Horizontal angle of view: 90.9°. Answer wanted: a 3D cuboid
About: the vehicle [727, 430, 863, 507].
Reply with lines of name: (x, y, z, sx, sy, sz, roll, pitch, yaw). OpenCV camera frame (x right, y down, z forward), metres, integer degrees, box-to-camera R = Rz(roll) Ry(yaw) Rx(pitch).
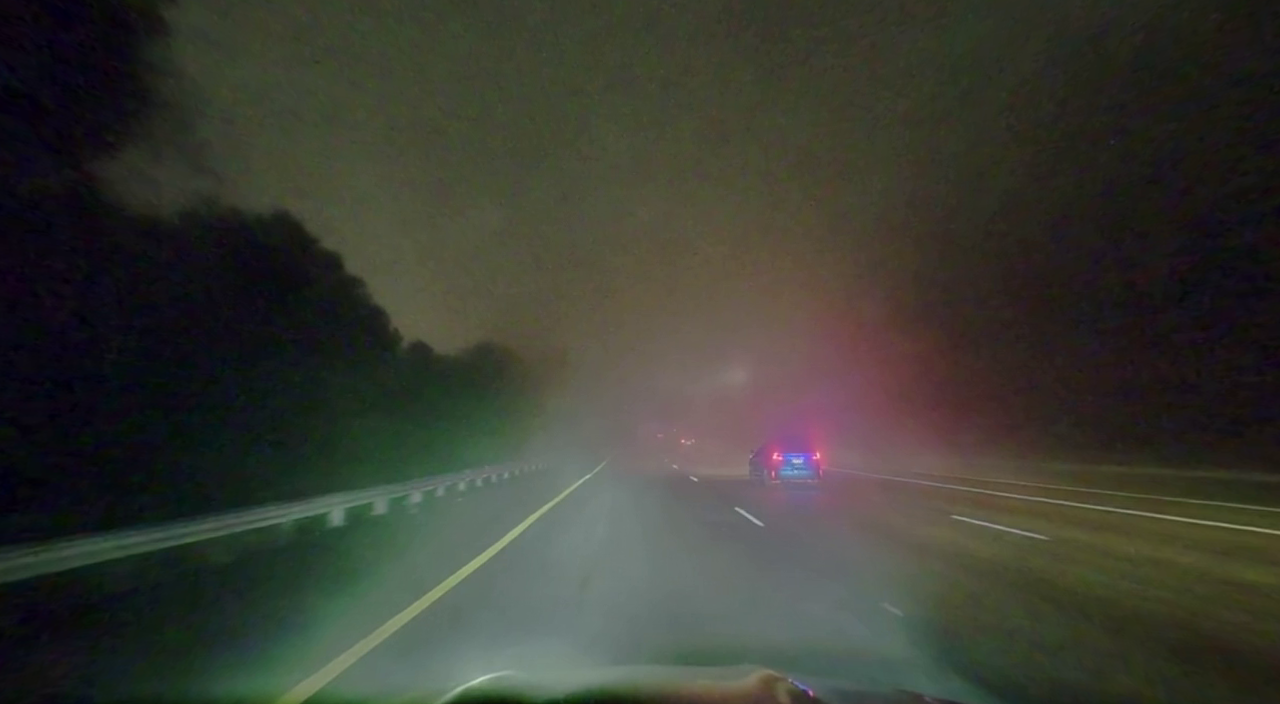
vehicle: (3.474, 2.691, 15.076, 2.050, 1.546, 4.344, 0, -8, -1)
